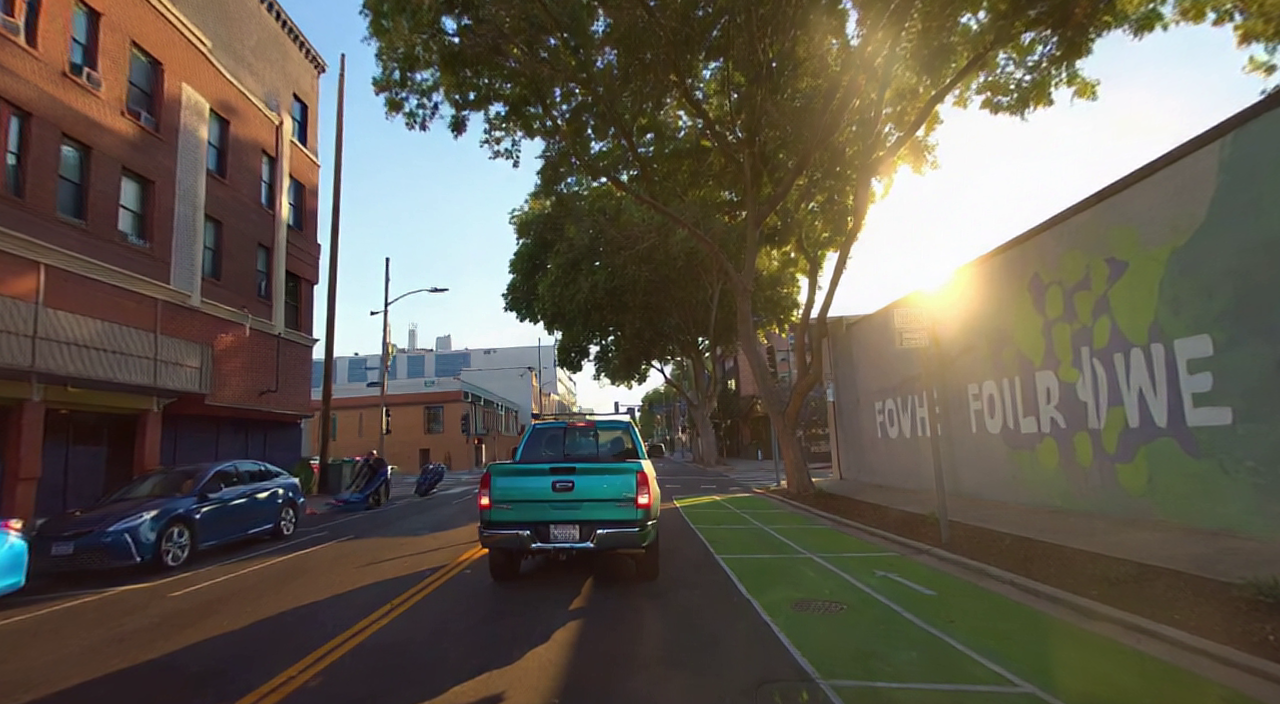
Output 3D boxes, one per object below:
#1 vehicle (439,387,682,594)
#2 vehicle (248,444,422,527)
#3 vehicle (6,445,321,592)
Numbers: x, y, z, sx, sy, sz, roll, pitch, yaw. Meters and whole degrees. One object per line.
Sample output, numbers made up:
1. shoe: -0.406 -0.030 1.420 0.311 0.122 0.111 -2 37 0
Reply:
1. vehicle: -0.697 1.604 8.161 2.215 1.882 4.611 0 -8 1
2. vehicle: -7.392 3.222 16.063 1.884 1.730 5.076 0 -8 0
3. vehicle: -7.238 2.457 10.373 1.882 1.686 4.489 -4 -8 -3
